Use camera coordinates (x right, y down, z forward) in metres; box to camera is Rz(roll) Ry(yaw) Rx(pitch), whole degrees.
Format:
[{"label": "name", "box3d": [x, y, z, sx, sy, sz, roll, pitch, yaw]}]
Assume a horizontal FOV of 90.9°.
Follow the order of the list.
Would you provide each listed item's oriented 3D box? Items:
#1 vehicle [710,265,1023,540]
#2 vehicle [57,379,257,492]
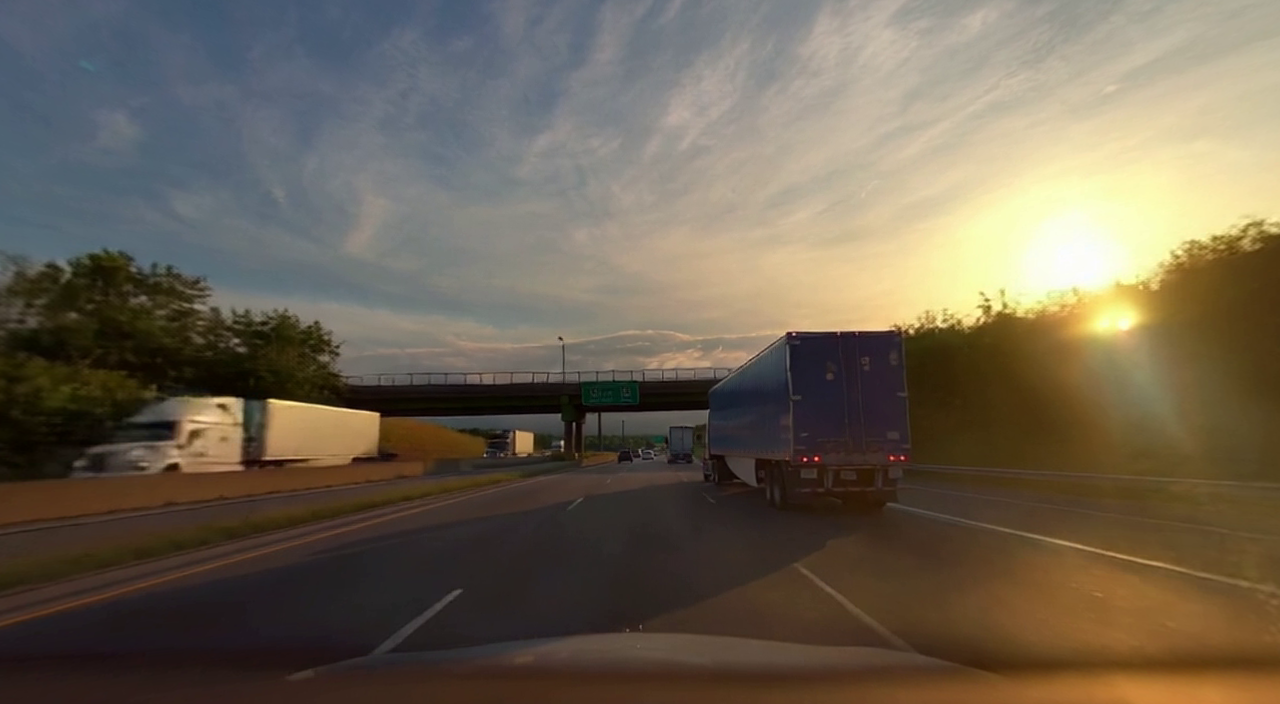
[{"label": "vehicle", "box3d": [4.046, 1.772, 16.308, 2.825, 4.054, 14.210, 0, -9, 0]}, {"label": "vehicle", "box3d": [-18.746, 3.386, 25.106, 2.994, 3.938, 5.901, 0, -9, 0]}]
